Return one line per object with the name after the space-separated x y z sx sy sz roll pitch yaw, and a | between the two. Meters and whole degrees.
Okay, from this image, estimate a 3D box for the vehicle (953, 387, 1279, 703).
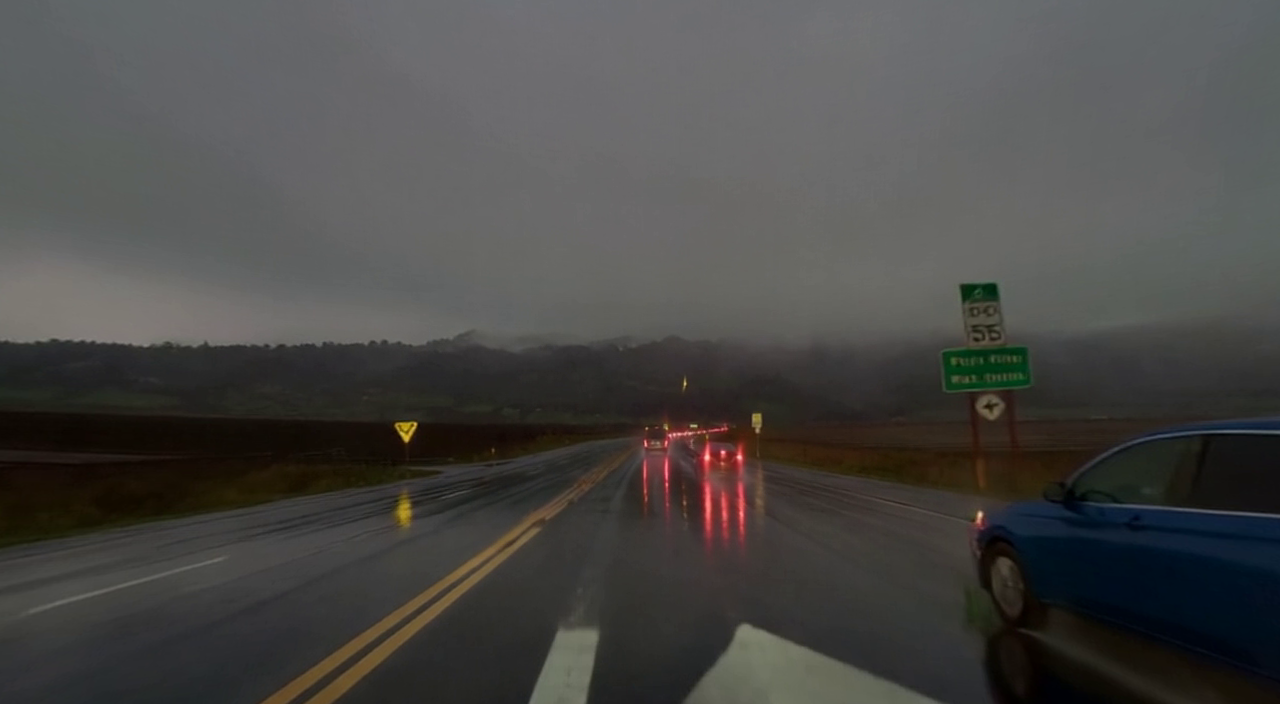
3.601 1.004 3.161 2.007 1.534 3.976 0 -8 0 | vehicle

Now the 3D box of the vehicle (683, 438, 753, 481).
2.939 4.156 24.690 2.026 1.531 4.273 0 -8 -2 | vehicle
